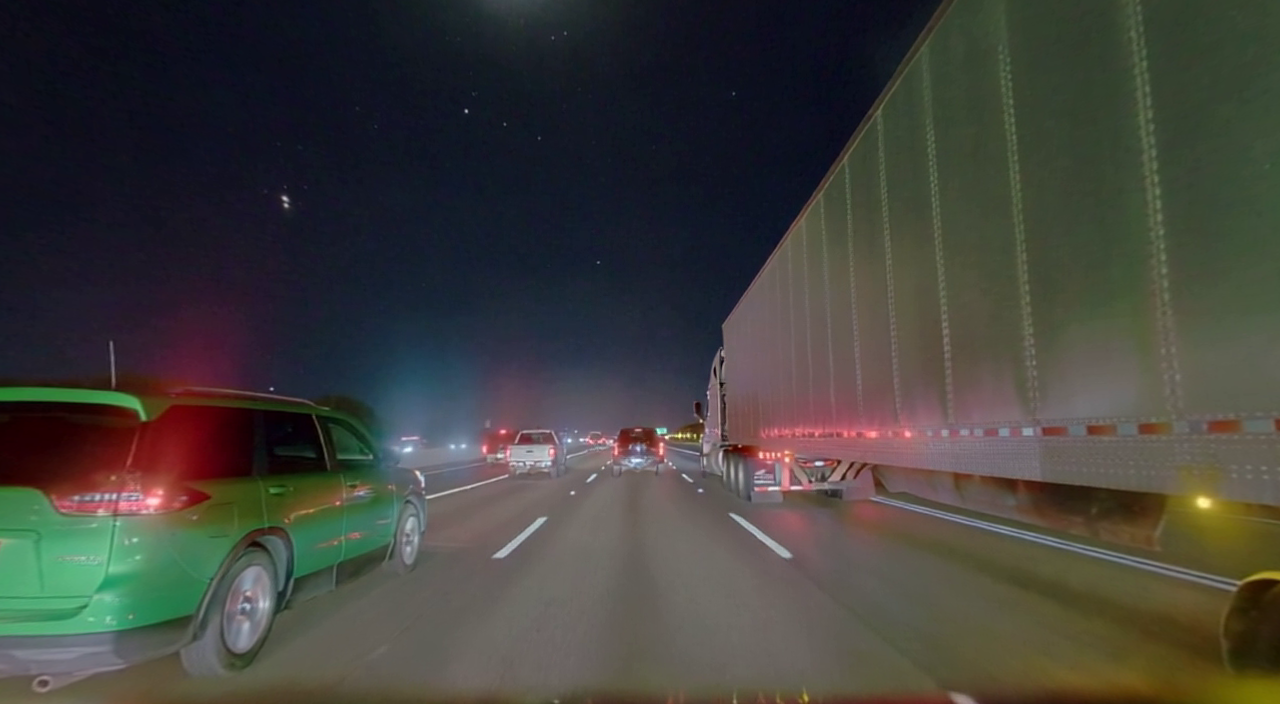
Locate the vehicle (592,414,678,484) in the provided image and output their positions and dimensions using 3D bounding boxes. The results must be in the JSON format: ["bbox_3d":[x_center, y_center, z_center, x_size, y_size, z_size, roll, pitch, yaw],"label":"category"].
[{"bbox_3d":[-0.172,3.496,22.872,2.704,2.216,5.804,0,-8,0],"label":"vehicle"}]

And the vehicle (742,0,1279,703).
[{"bbox_3d":[3.592,-0.012,5.253,2.852,4.121,16.210,0,-8,0],"label":"vehicle"}]

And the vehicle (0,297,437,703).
[{"bbox_3d":[-3.354,1.042,4.401,2.193,1.803,4.958,0,-8,0],"label":"vehicle"}]

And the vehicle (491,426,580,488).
[{"bbox_3d":[-3.331,3.461,21.084,2.120,1.812,4.659,0,-8,1],"label":"vehicle"}]
